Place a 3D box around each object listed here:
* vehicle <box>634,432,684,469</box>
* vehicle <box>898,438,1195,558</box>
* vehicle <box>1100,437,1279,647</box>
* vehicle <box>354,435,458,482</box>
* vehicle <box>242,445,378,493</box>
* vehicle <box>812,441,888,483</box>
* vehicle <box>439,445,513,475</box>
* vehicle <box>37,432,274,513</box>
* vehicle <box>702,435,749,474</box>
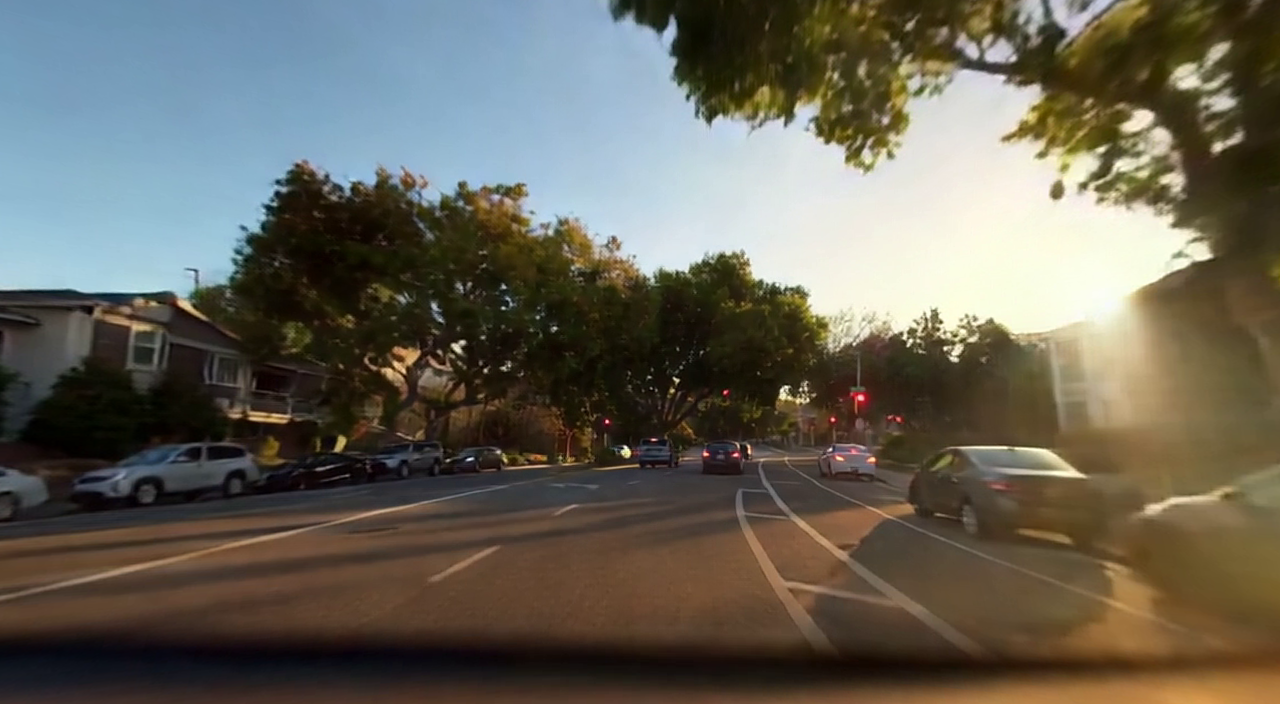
[{"bbox_3d":[1.092,5.322,34.195,1.877,1.827,4.298,-2,-9,13],"label":"vehicle"},{"bbox_3d":[5.952,2.144,10.127,1.957,1.461,4.547,-1,-9,4],"label":"vehicle"},{"bbox_3d":[5.310,1.221,3.766,1.807,1.436,4.535,0,-9,2],"label":"vehicle"},{"bbox_3d":[-10.140,4.671,27.916,2.115,1.853,4.745,-2,-9,10],"label":"vehicle"},{"bbox_3d":[-11.325,4.017,22.119,1.809,1.469,4.485,-2,-9,9],"label":"vehicle"},{"bbox_3d":[8.229,4.323,25.246,2.104,1.489,4.962,-1,-9,9],"label":"vehicle"},{"bbox_3d":[-8.646,5.730,33.825,1.782,1.472,4.744,-2,-9,13],"label":"vehicle"},{"bbox_3d":[-12.097,3.018,16.393,1.977,1.761,4.990,-1,-9,4],"label":"vehicle"},{"bbox_3d":[4.121,4.821,29.893,1.852,1.680,4.488,-2,-9,12],"label":"vehicle"}]
